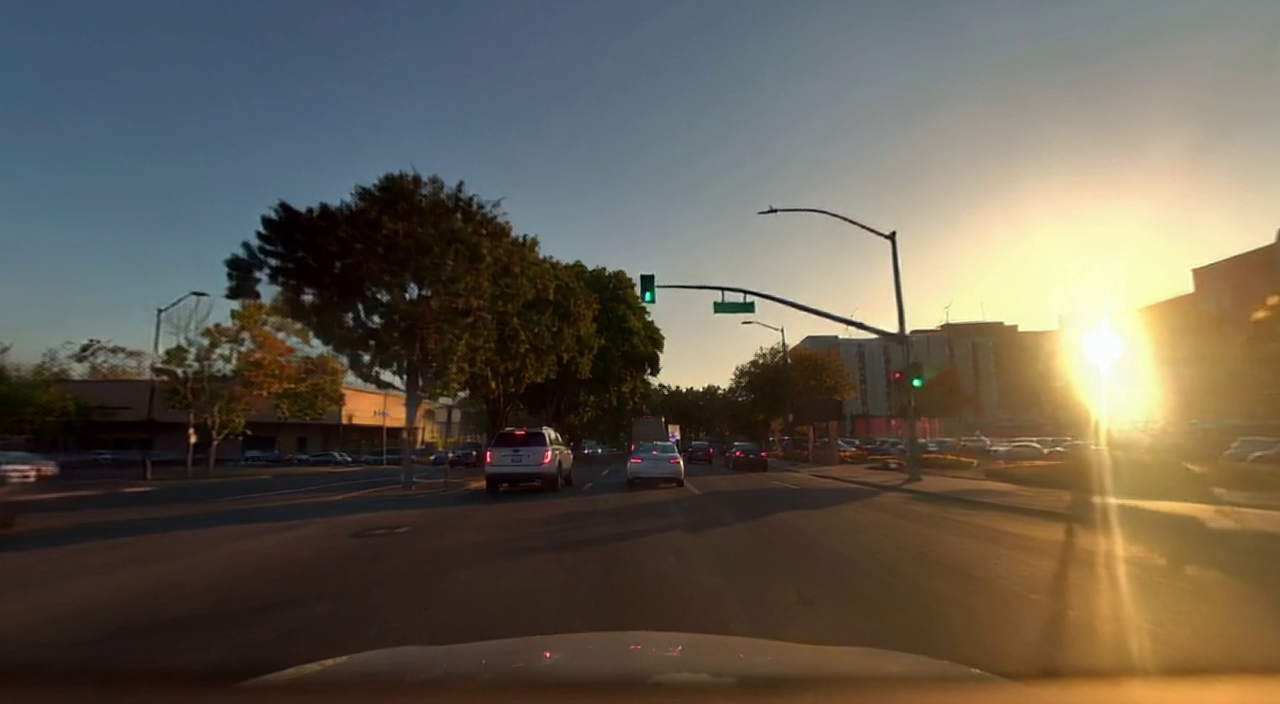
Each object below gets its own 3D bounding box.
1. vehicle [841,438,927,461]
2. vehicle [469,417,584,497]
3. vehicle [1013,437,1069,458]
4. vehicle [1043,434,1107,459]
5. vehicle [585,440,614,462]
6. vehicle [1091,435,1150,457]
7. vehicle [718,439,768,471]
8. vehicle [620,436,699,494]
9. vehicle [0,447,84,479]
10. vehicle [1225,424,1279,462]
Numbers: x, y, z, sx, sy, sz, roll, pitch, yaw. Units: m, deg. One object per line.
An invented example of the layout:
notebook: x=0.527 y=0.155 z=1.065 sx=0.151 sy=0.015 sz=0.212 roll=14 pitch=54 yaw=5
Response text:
vehicle: x=15.682 y=6.299 z=40.709 sx=4.756 sy=1.422 sz=1.831 roll=0 pitch=-8 yaw=-1
vehicle: x=-3.016 y=2.963 z=18.158 sx=2.289 sy=1.935 sz=5.227 roll=0 pitch=-8 yaw=0
vehicle: x=28.549 y=6.767 z=44.835 sx=3.873 sy=1.429 sz=1.765 roll=5 pitch=-10 yaw=-31
vehicle: x=29.351 y=6.359 z=42.485 sx=4.225 sy=1.502 sz=1.915 roll=3 pitch=-9 yaw=-32
vehicle: x=-2.969 y=7.369 z=46.893 sx=1.902 sy=1.522 sz=3.523 roll=0 pitch=-8 yaw=1
vehicle: x=34.619 y=6.762 z=45.379 sx=4.052 sy=1.445 sz=1.889 roll=5 pitch=-10 yaw=-32
vehicle: x=5.285 y=5.356 z=32.936 sx=1.900 sy=1.507 sz=4.151 roll=0 pitch=-8 yaw=0
vehicle: x=0.508 y=3.253 z=18.565 sx=2.061 sy=1.494 sz=4.079 roll=0 pitch=-8 yaw=0
vehicle: x=-31.299 y=5.644 z=32.125 sx=4.156 sy=1.519 sz=1.804 roll=0 pitch=-8 yaw=0
vehicle: x=32.944 y=4.636 z=32.576 sx=5.720 sy=1.822 sz=2.307 roll=3 pitch=-9 yaw=-32
